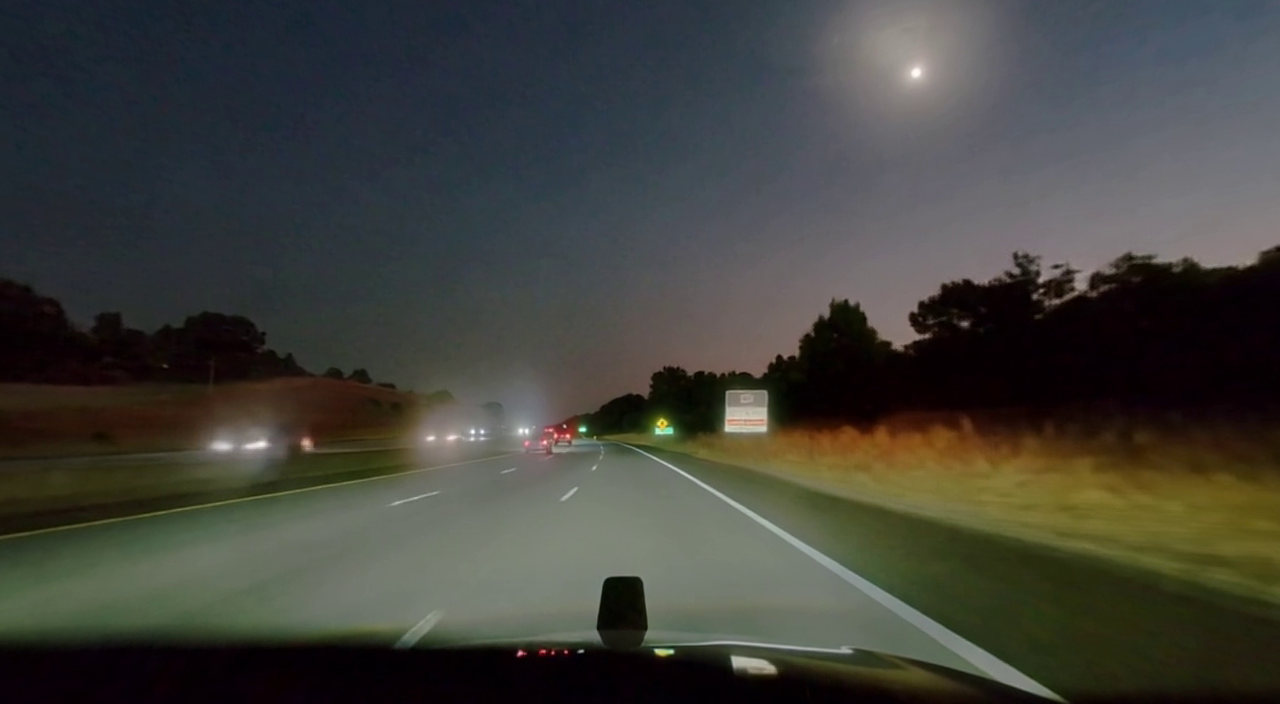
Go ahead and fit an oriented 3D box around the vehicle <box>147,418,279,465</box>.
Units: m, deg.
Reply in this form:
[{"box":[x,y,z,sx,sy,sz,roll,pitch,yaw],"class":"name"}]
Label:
[{"box":[-17.908,3.821,26.829,2.357,1.800,4.732,0,-8,-1],"class":"vehicle"}]
